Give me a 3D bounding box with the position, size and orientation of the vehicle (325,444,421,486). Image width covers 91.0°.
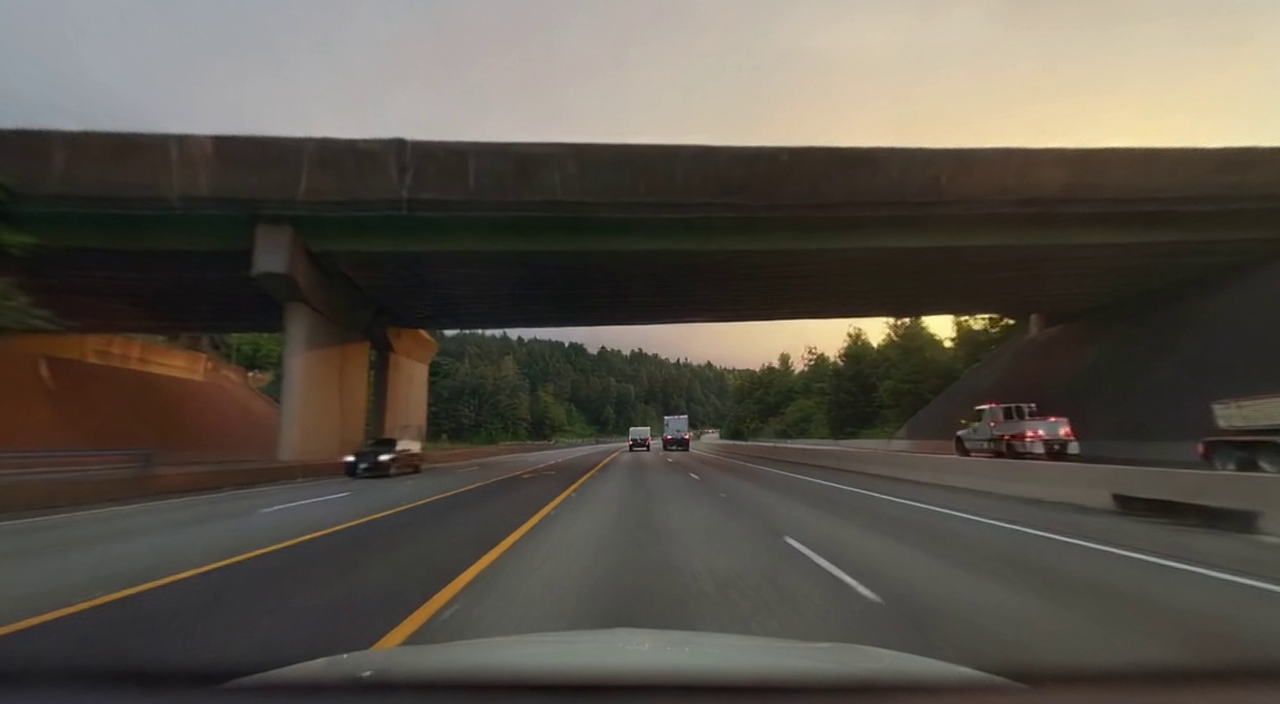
[{"bbox_3d":[-10.698,4.534,25.621,2.053,1.488,4.311,-1,-8,0],"label":"vehicle"}]
